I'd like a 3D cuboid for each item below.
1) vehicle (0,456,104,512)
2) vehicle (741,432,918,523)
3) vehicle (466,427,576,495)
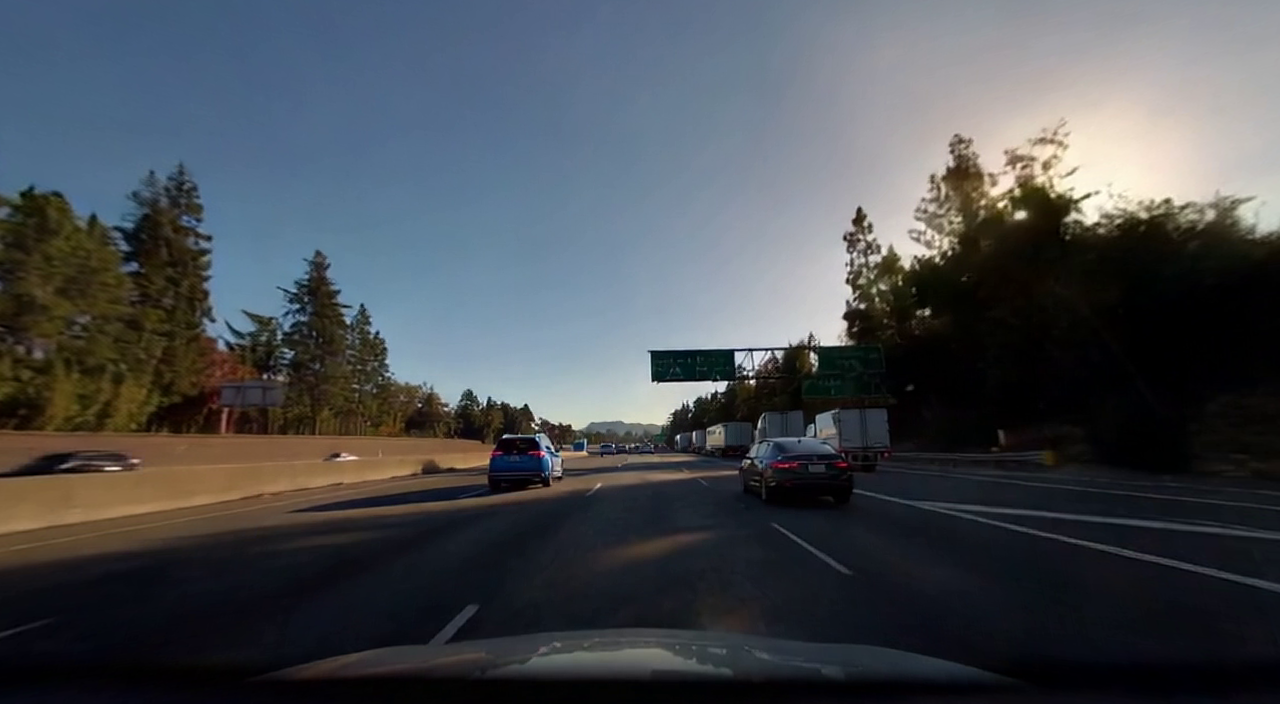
[{"bbox_3d":[-19.342,3.989,19.293,1.801,1.554,4.584,0,-9,0],"label":"vehicle"},{"bbox_3d":[3.536,2.445,12.874,2.080,1.493,4.674,0,-9,-1],"label":"vehicle"},{"bbox_3d":[-3.420,3.287,19.355,2.218,1.764,5.229,0,-9,1],"label":"vehicle"}]
